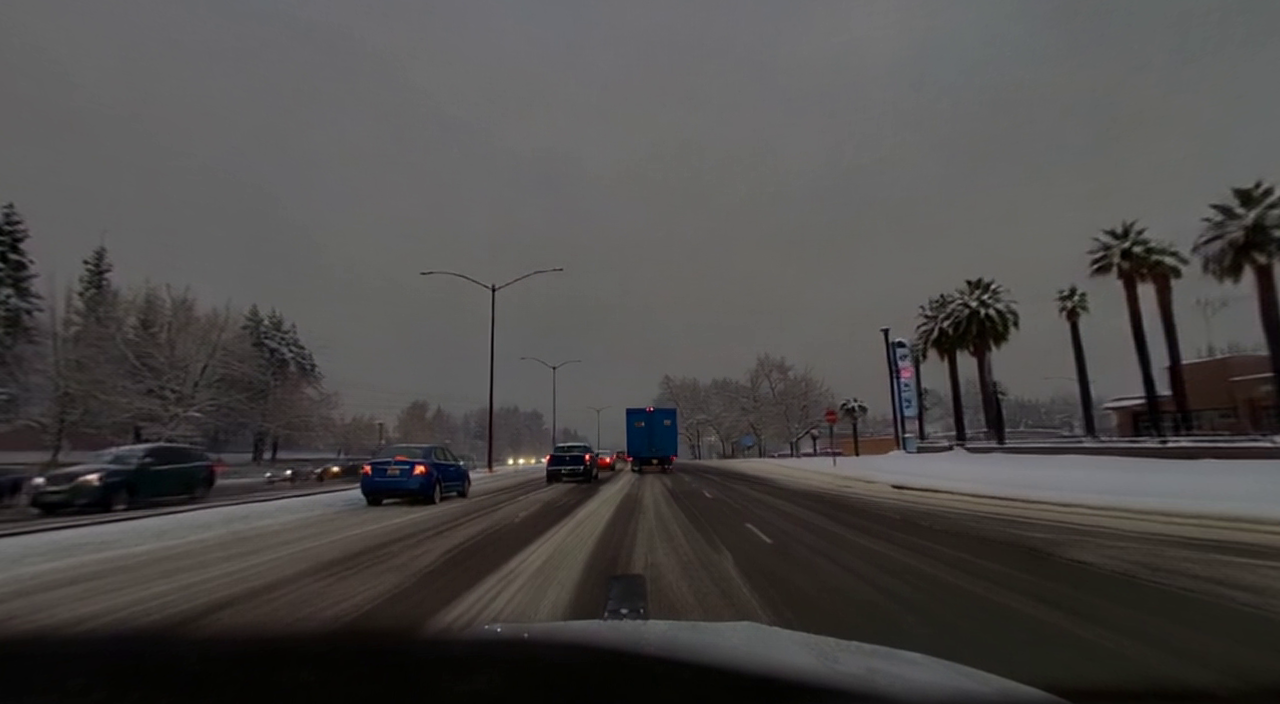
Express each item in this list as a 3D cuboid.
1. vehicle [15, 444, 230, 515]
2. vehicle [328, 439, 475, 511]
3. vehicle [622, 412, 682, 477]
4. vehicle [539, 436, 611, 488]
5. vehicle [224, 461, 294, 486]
[{"bbox_3d":[-14.429,3.524,17.986,2.100,1.746,4.662,0,-8,1],"label":"vehicle"},{"bbox_3d":[-6.175,3.208,16.975,2.045,1.630,4.680,0,-8,1],"label":"vehicle"},{"bbox_3d":[0.657,5.147,34.850,2.993,3.235,6.692,0,-8,1],"label":"vehicle"},{"bbox_3d":[-2.428,4.305,24.895,2.178,1.826,4.933,0,-8,2],"label":"vehicle"},{"bbox_3d":[-27.594,8.796,45.656,1.876,1.505,4.876,0,-8,2],"label":"vehicle"}]
